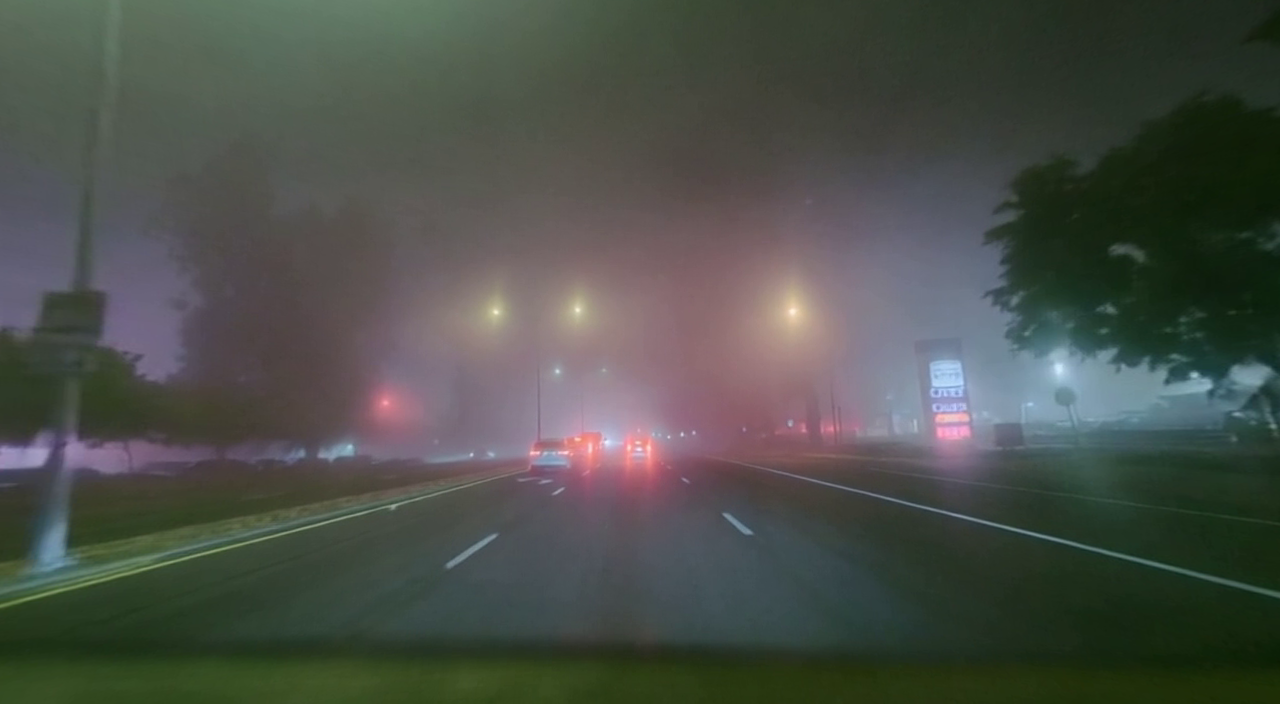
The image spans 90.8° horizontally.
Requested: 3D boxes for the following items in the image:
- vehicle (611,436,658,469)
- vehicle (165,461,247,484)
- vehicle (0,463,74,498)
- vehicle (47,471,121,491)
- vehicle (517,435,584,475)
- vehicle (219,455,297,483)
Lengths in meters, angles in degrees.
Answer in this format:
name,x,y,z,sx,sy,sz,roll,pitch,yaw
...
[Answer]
name,x,y,z,sx,sy,sz,roll,pitch,yaw
vehicle,-0.262,4.817,30.541,2.126,1.475,3.967,0,-8,-1
vehicle,-29.229,8.093,42.599,4.193,1.435,1.770,0,-8,0
vehicle,-28.743,5.857,28.814,3.942,1.471,1.859,0,-8,-1
vehicle,-41.623,9.647,47.314,3.902,1.412,1.716,0,-8,1
vehicle,-3.638,4.273,26.431,2.139,1.487,4.453,0,-8,0
vehicle,-28.798,8.808,47.749,4.586,1.682,2.003,-3,-8,-4
